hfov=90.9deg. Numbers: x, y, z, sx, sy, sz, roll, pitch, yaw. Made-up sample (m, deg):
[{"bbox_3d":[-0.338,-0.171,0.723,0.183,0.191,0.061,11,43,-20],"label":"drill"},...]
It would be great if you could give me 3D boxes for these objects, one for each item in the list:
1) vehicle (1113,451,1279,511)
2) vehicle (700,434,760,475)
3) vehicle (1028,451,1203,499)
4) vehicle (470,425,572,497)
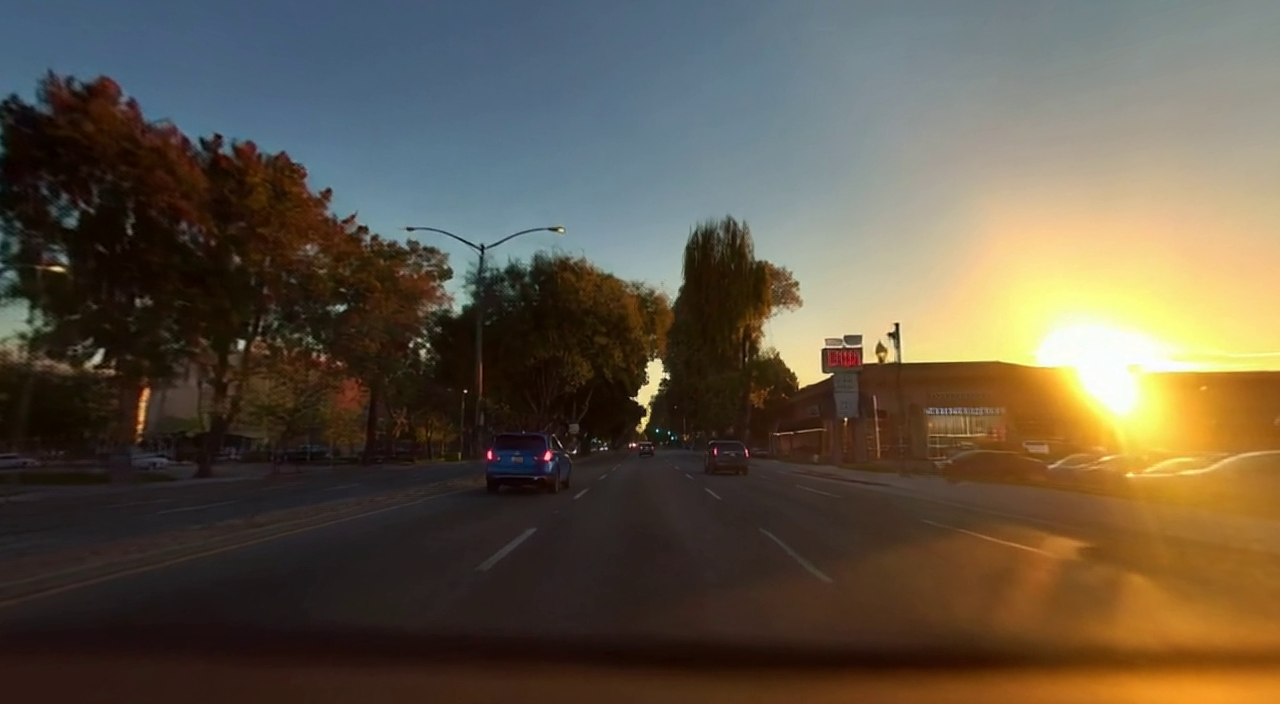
[{"bbox_3d":[16.604,3.646,18.050,4.479,1.445,1.946,-1,-8,0],"label":"vehicle"},{"bbox_3d":[4.144,4.777,29.673,2.083,1.779,4.347,0,-8,-1],"label":"vehicle"},{"bbox_3d":[16.736,4.333,22.365,4.538,1.420,1.983,-2,-8,-1],"label":"vehicle"},{"bbox_3d":[-3.292,3.125,18.446,2.047,1.810,4.414,0,-8,1],"label":"vehicle"}]
